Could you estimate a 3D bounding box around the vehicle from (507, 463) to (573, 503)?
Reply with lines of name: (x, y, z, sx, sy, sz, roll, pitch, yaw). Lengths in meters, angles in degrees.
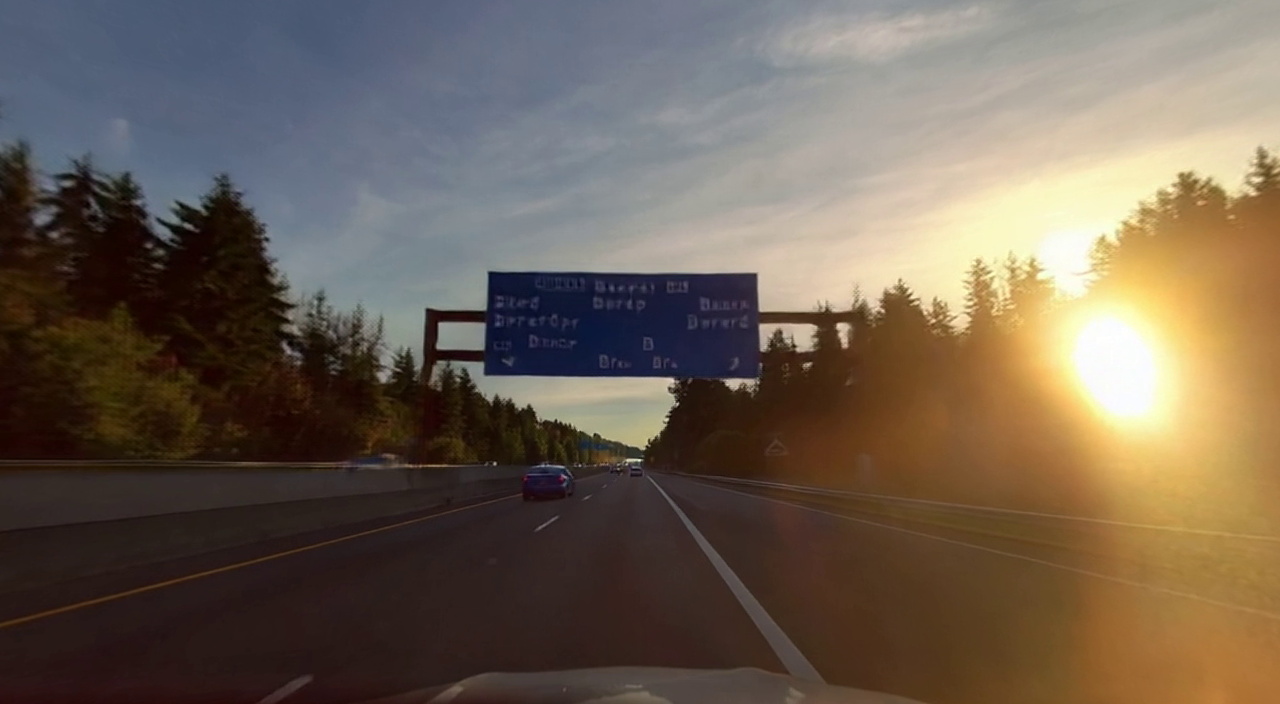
vehicle: (-3.962, 5.291, 25.631, 2.006, 1.469, 4.050, 1, -11, 0)

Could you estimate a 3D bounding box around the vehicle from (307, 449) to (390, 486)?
vehicle: (-13.485, 5.415, 29.474, 1.850, 1.575, 4.224, 1, -11, 0)
